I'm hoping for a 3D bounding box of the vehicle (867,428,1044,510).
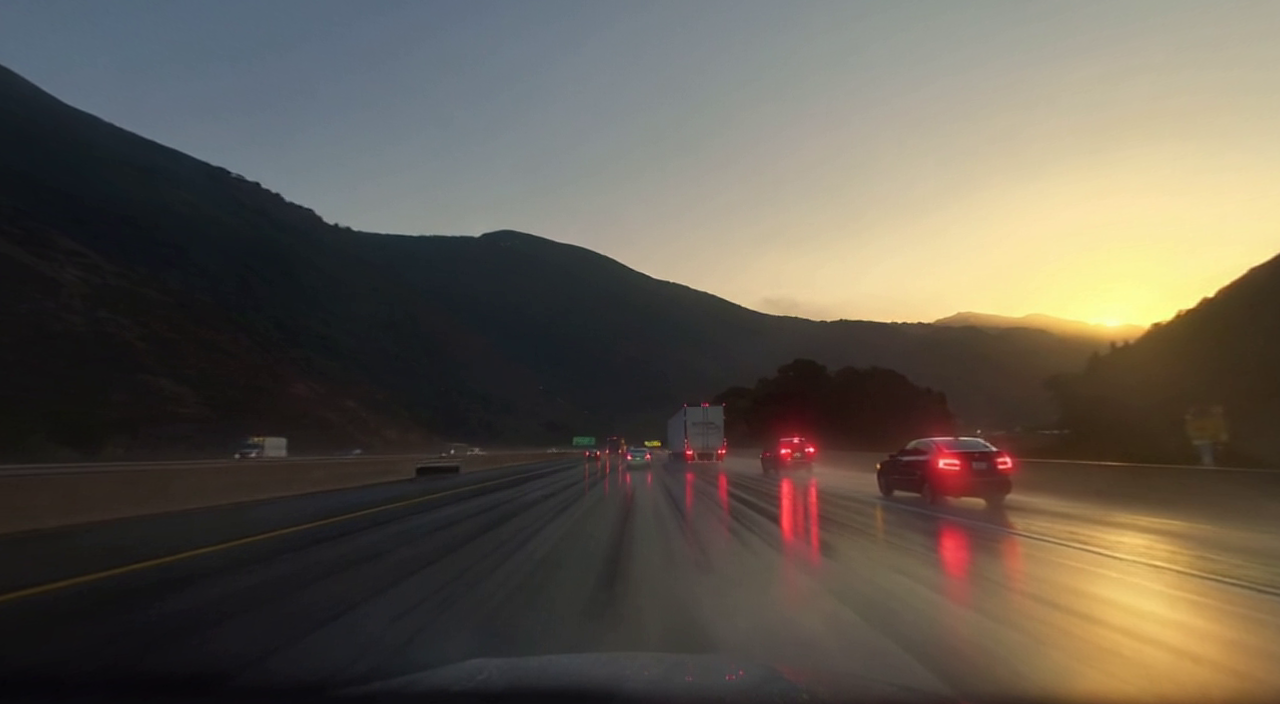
[{"bbox_3d":[7.369,2.774,15.353,2.044,1.676,4.421,0,-9,1],"label":"vehicle"}]

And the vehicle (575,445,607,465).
[{"bbox_3d":[-3.696,7.907,48.486,2.132,1.506,4.256,0,-9,0],"label":"vehicle"}]

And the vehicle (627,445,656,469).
[{"bbox_3d":[0.081,6.956,42.054,1.866,1.492,3.932,0,-9,-1],"label":"vehicle"}]

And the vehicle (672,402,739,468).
[{"bbox_3d":[3.914,5.468,40.783,3.130,3.607,11.129,0,-9,0],"label":"vehicle"}]

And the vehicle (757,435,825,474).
[{"bbox_3d":[7.364,5.045,31.174,2.143,1.775,4.729,0,-9,0],"label":"vehicle"}]
